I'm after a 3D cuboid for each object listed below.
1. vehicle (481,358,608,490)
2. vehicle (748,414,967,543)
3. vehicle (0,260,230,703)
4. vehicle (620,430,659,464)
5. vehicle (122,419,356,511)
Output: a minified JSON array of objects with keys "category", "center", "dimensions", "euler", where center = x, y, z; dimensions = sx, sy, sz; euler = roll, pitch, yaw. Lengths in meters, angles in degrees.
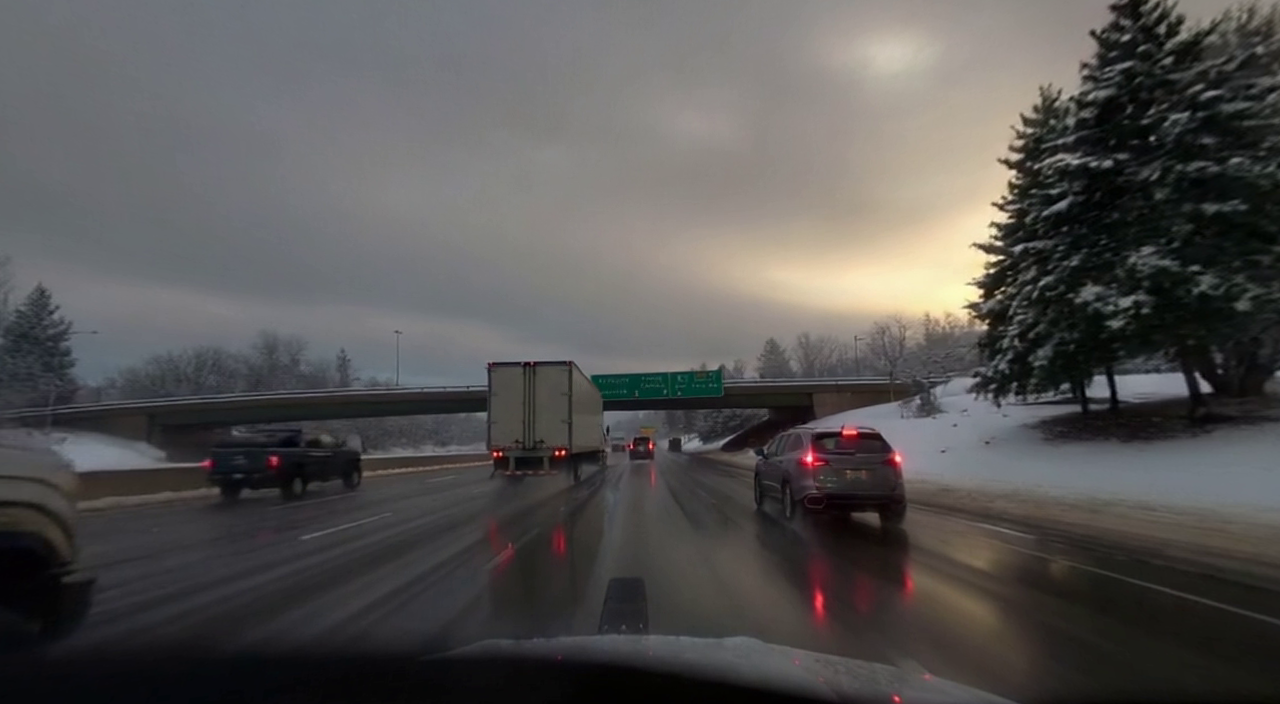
[{"category":"vehicle","center":[-3.353,3.367,27.435],"dimensions":[2.869,4.108,15.564],"euler":[0,-8,1]},{"category":"vehicle","center":[3.214,1.970,10.457],"dimensions":[2.028,1.658,4.334],"euler":[0,-8,-1]},{"category":"vehicle","center":[-3.623,0.389,0.114],"dimensions":[2.645,2.023,6.491],"euler":[0,-8,1]},{"category":"vehicle","center":[-0.032,7.431,49.139],"dimensions":[2.848,2.453,5.509],"euler":[0,-8,1]},{"category":"vehicle","center":[-10.374,2.985,17.209],"dimensions":[2.388,2.031,5.951],"euler":[-1,-8,1]}]
